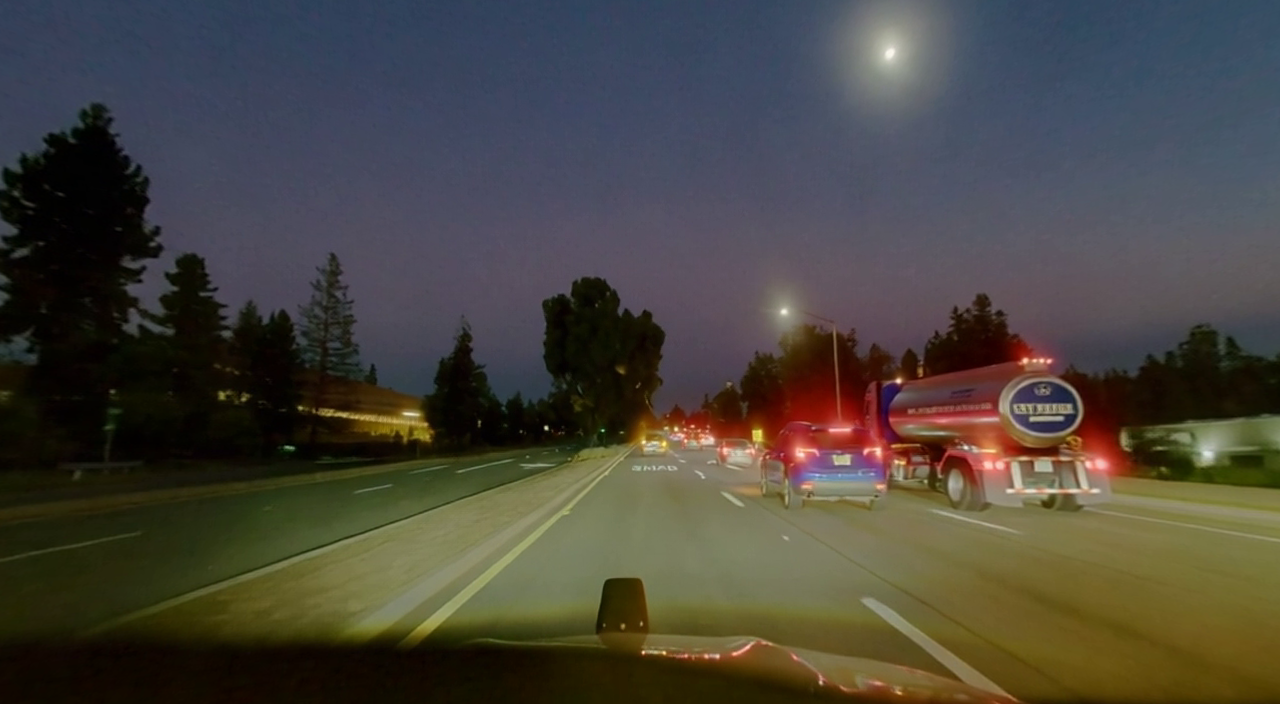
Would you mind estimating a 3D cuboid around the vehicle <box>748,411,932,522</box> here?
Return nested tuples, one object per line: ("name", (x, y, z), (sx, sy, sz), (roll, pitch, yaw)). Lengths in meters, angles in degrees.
("vehicle", (3.547, 2.132, 12.241), (2.045, 1.729, 4.532), (0, -8, 0))

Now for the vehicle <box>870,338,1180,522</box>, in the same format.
("vehicle", (7.873, 1.801, 14.214), (2.849, 3.207, 6.275), (0, -8, -1))

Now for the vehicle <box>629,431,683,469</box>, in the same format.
("vehicle", (0.636, 4.210, 27.059), (2.148, 1.488, 4.002), (0, -8, 0))

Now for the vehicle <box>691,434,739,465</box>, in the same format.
("vehicle", (3.864, 5.123, 33.219), (1.917, 1.475, 4.081), (0, -8, -1))
